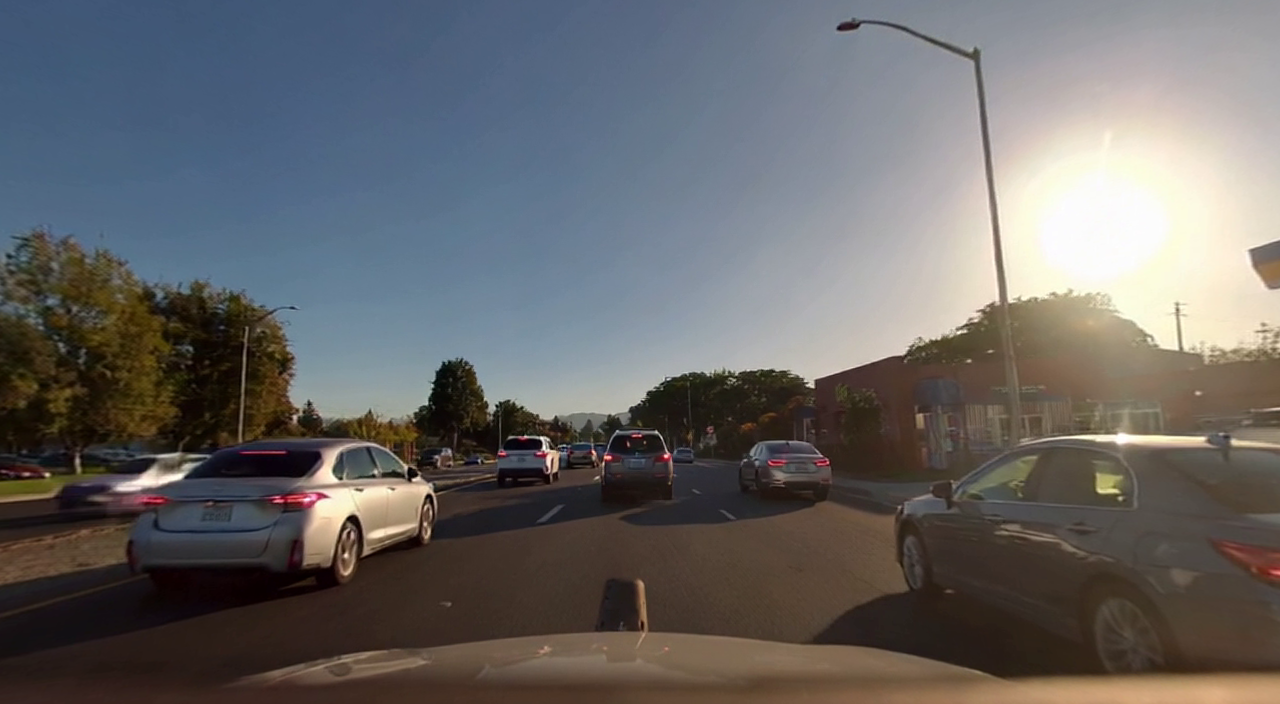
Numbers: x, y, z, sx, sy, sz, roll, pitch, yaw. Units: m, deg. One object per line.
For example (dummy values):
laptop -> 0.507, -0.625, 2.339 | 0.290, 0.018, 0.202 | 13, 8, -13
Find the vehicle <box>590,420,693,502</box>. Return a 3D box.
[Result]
vehicle -> 0.021, 2.741, 16.220 | 2.279, 1.803, 4.254 | 0, -8, 0

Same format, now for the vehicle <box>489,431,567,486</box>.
vehicle -> -3.782, 3.679, 22.089 | 1.932, 1.695, 4.150 | 0, -8, 0

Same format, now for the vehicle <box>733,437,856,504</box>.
vehicle -> 3.761, 2.955, 16.315 | 1.888, 1.456, 4.589 | 0, -8, -2

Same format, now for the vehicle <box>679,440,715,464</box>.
vehicle -> 3.778, 6.677, 42.348 | 1.926, 1.522, 3.852 | 0, -8, -1

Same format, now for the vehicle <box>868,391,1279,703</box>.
vehicle -> 3.219, 1.108, 3.751 | 1.976, 1.492, 4.436 | 0, -8, -1

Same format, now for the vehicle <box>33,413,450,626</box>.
vehicle -> -3.602, 1.549, 6.811 | 1.864, 1.574, 4.031 | 0, -8, 0
